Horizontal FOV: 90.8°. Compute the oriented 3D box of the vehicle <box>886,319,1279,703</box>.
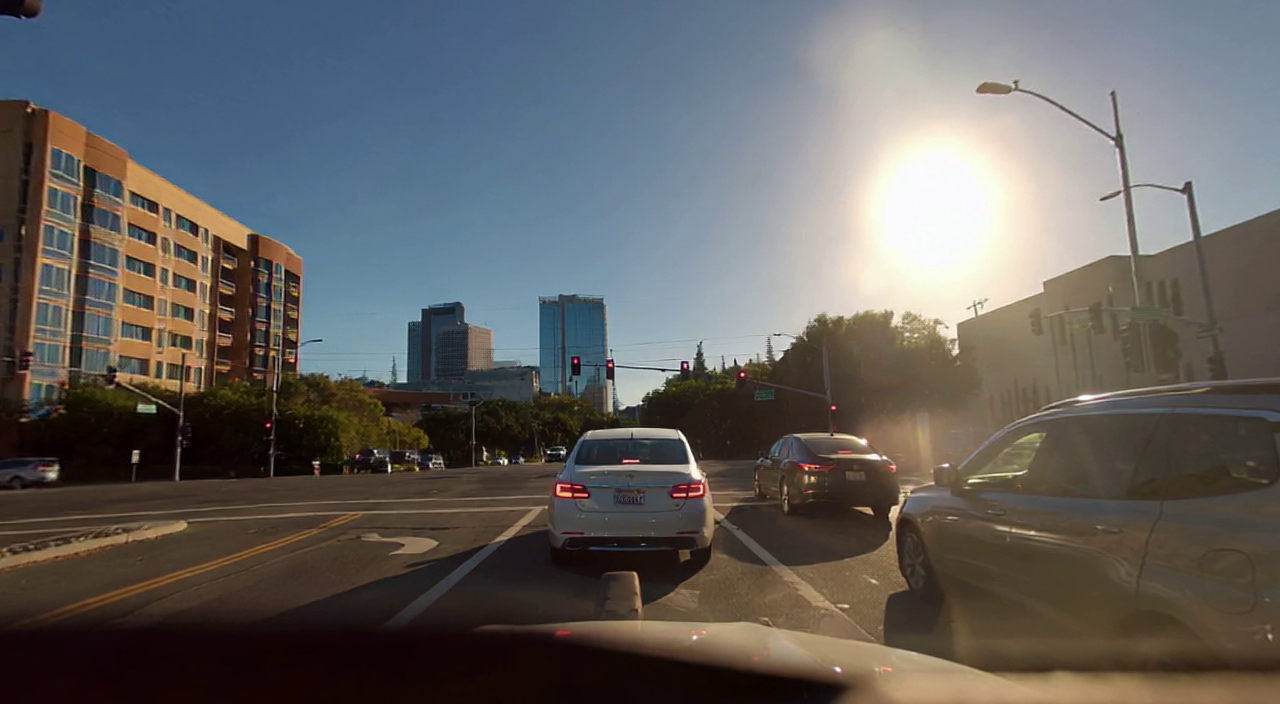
[{"bbox_3d":[2.991,0.869,2.660,2.103,1.701,4.294,0,-8,-1],"label":"vehicle"}]

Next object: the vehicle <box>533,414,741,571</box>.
[{"bbox_3d":[-0.081,1.780,8.747,2.188,1.637,4.027,0,-8,-1],"label":"vehicle"}]

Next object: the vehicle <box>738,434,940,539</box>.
[{"bbox_3d":[3.147,2.220,11.138,2.001,1.463,4.398,0,-8,-2],"label":"vehicle"}]

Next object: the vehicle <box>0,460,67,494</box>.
[{"bbox_3d":[-36.821,7.298,37.103,4.448,1.837,2.021,-1,-9,4],"label":"vehicle"}]

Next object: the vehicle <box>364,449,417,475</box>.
[{"bbox_3d":[-18.747,8.260,47.655,2.026,1.836,4.726,0,-8,0],"label":"vehicle"}]
